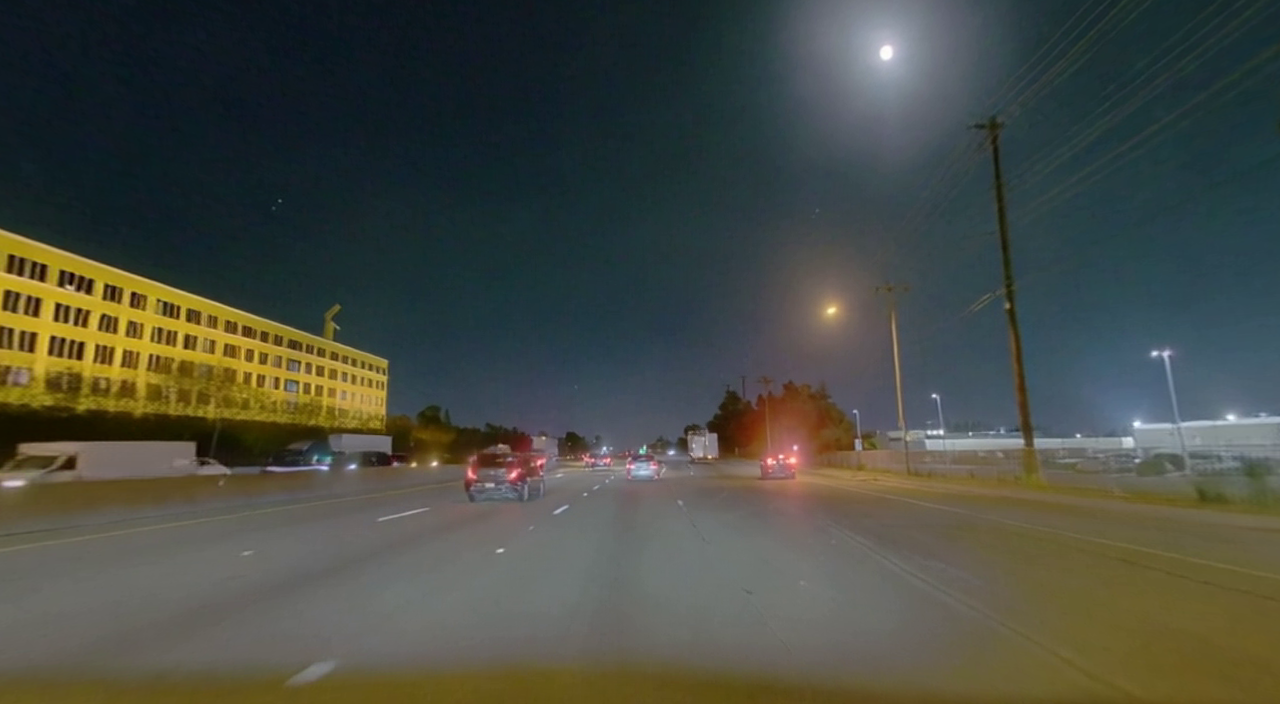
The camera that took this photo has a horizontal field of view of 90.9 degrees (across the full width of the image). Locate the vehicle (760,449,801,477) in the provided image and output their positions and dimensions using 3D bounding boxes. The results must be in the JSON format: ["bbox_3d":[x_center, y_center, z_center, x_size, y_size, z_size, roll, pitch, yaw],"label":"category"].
[{"bbox_3d":[9.805,7.758,44.449,2.106,1.817,4.845,-1,-8,4],"label":"vehicle"}]

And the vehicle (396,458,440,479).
[{"bbox_3d":[-16.547,8.661,47.177,1.834,1.406,3.789,0,-8,0],"label":"vehicle"}]

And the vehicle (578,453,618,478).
[{"bbox_3d":[-2.663,7.316,40.939,2.034,1.466,4.363,-1,-8,3],"label":"vehicle"}]

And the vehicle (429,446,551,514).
[{"bbox_3d":[-3.772,3.299,16.835,2.059,1.508,4.662,-1,-8,1],"label":"vehicle"}]

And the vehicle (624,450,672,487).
[{"bbox_3d":[0.358,5.436,29.724,2.107,1.538,3.999,-1,-8,1],"label":"vehicle"}]

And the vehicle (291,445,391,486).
[{"bbox_3d":[-12.406,4.705,26.565,1.991,1.537,4.464,-1,-8,0],"label":"vehicle"}]

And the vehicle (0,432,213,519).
[{"bbox_3d":[-12.774,2.813,14.927,2.037,1.712,4.530,-1,-8,1],"label":"vehicle"}]

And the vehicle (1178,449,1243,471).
[{"bbox_3d":[43.527,8.251,48.113,3.458,1.409,1.632,-2,-8,-6],"label":"vehicle"}]
